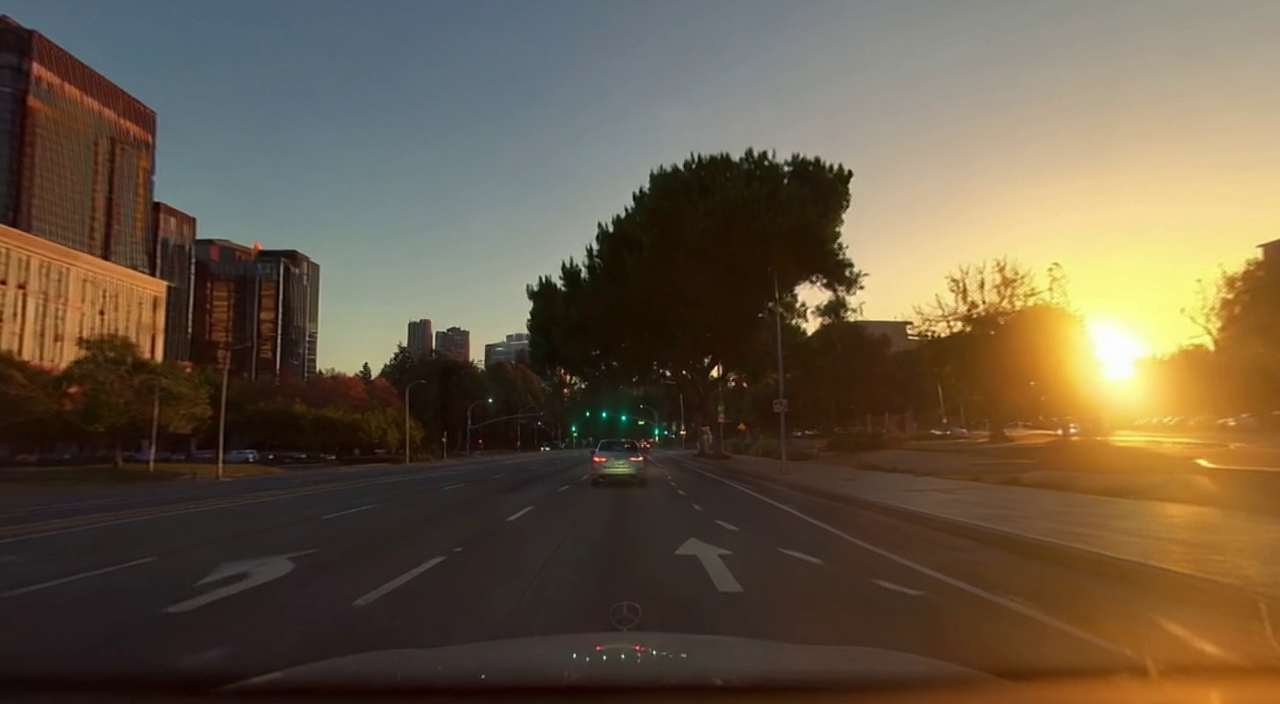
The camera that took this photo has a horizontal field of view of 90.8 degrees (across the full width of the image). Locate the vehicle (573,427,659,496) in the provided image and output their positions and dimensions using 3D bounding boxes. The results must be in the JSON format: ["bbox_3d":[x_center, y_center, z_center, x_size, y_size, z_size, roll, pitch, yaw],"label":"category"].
[{"bbox_3d":[-0.596,3.028,17.807,2.130,1.711,4.038,0,-8,0],"label":"vehicle"}]
